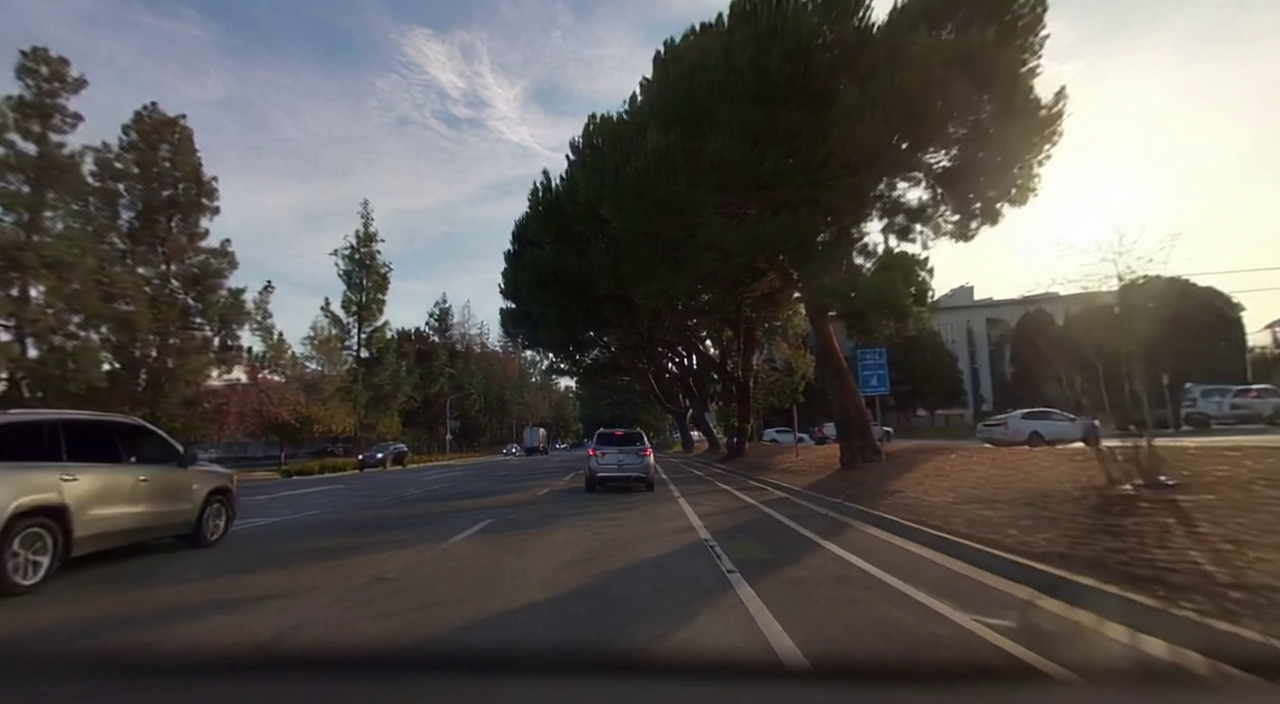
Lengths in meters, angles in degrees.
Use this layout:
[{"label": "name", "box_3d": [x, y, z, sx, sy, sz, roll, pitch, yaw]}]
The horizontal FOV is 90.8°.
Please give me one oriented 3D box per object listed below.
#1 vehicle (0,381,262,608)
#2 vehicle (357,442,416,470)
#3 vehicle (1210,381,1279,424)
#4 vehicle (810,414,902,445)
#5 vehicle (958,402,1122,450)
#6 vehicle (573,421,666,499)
[{"label": "vehicle", "box_3d": [-6.332, 1.359, 6.510, 2.178, 1.819, 4.530, 0, -8, -2]}, {"label": "vehicle", "box_3d": [-16.688, 6.828, 41.807, 1.956, 1.753, 4.621, 0, -8, 1]}, {"label": "vehicle", "box_3d": [26.948, 2.247, 27.608, 1.895, 1.576, 4.434, -5, -10, 28]}, {"label": "vehicle", "box_3d": [13.141, 4.778, 38.678, 4.873, 1.796, 1.990, 0, -8, 1]}, {"label": "vehicle", "box_3d": [13.152, 2.486, 20.983, 4.204, 1.486, 1.781, 0, -8, 0]}, {"label": "vehicle", "box_3d": [-0.490, 2.795, 16.686, 2.131, 1.761, 4.242, 0, -8, -1]}]
